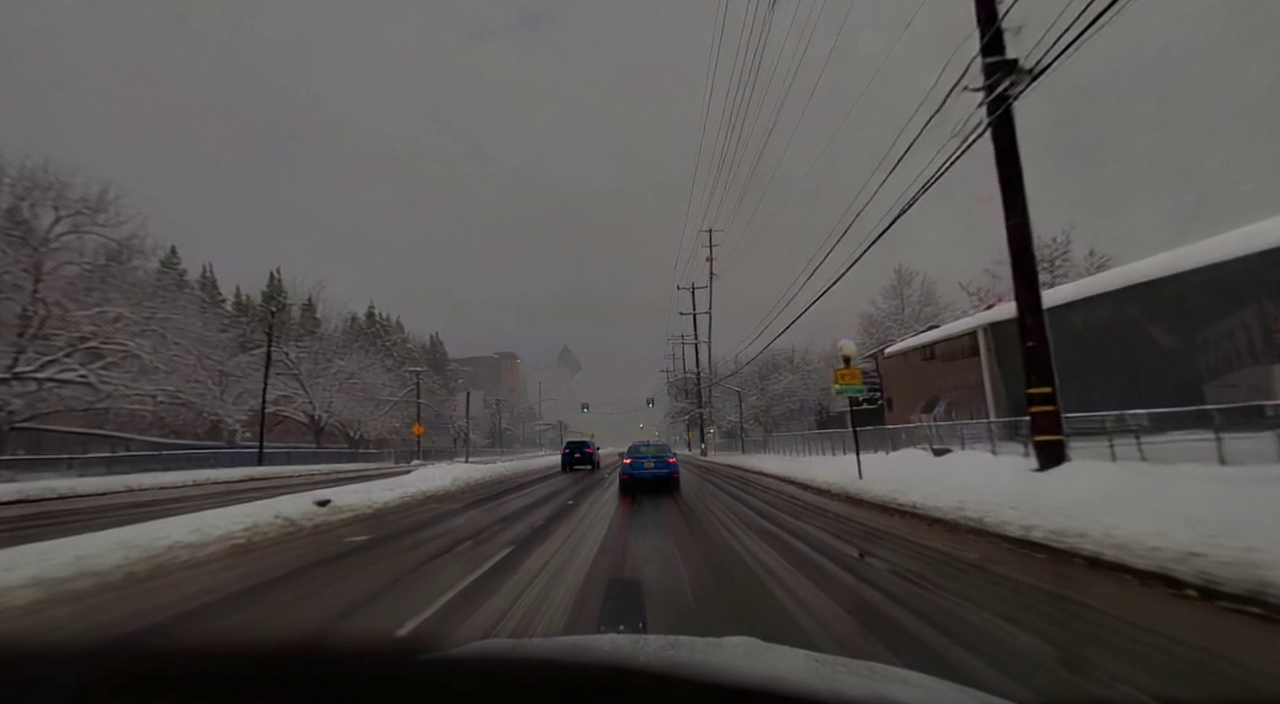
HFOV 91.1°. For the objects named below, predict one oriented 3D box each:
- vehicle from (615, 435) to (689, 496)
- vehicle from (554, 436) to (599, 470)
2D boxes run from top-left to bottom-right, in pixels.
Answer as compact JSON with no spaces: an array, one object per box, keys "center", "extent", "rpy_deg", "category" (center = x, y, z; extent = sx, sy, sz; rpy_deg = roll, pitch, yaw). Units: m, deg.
[{"center":[0.324,3.480,19.620],"extent":[2.059,1.691,3.980],"rpy_deg":[0,-8,0],"category":"vehicle"},{"center":[-3.588,5.815,36.407],"extent":[2.078,1.804,4.387],"rpy_deg":[0,-8,1],"category":"vehicle"}]
